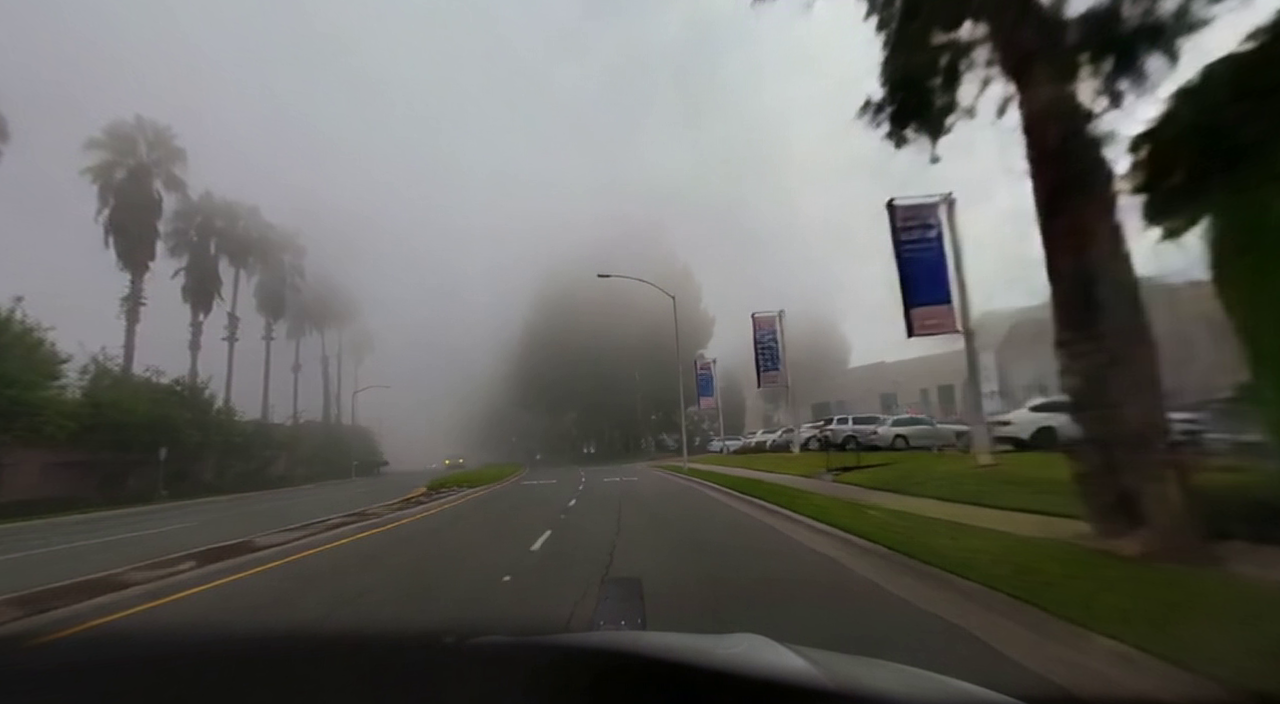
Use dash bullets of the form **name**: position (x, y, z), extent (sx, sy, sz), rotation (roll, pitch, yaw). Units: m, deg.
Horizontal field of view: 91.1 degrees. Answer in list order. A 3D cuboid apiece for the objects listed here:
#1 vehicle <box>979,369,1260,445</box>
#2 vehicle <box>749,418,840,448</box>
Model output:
- **vehicle**: position (10.901, 1.345, 14.624), extent (4.671, 1.630, 2.200), rotation (0, -8, 2)
- **vehicle**: position (8.880, 4.689, 36.307), extent (4.636, 1.695, 2.025), rotation (1, -8, -4)
